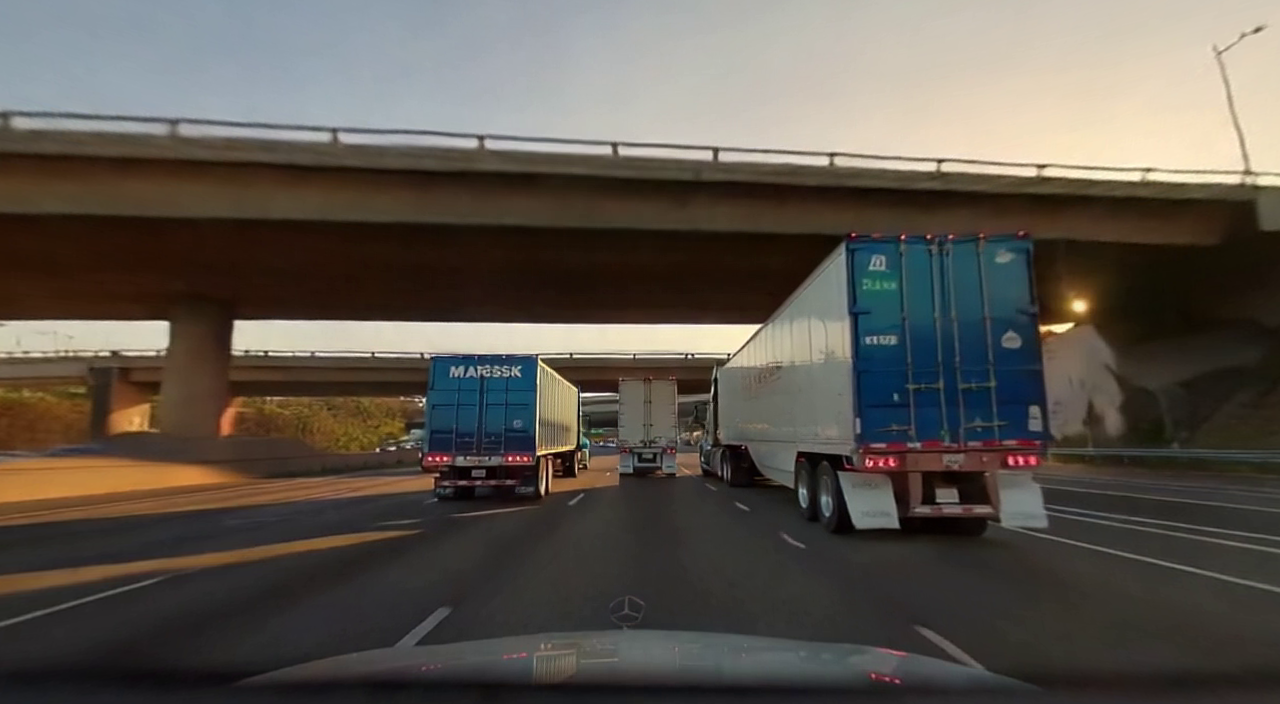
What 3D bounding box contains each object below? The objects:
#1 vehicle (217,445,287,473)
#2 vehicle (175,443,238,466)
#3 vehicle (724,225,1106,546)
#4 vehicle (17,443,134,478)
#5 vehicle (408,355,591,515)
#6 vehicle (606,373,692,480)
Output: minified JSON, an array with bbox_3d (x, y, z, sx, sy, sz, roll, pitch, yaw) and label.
[{"bbox_3d":[-20.114,5.511,32.828,1.457,1.354,3.284,0,-8,2],"label":"vehicle"},{"bbox_3d":[-27.353,6.487,39.906,1.523,1.373,3.357,0,-8,1],"label":"vehicle"},{"bbox_3d":[4.450,1.410,15.420,2.887,4.178,14.553,0,-8,0],"label":"vehicle"},{"bbox_3d":[-31.118,5.970,34.997,2.155,1.780,4.716,0,-8,-1],"label":"vehicle"},{"bbox_3d":[-3.270,2.468,18.370,2.786,3.228,11.082,0,-8,0],"label":"vehicle"},{"bbox_3d":[0.399,4.033,32.064,3.097,3.856,18.209,0,-8,0],"label":"vehicle"}]
